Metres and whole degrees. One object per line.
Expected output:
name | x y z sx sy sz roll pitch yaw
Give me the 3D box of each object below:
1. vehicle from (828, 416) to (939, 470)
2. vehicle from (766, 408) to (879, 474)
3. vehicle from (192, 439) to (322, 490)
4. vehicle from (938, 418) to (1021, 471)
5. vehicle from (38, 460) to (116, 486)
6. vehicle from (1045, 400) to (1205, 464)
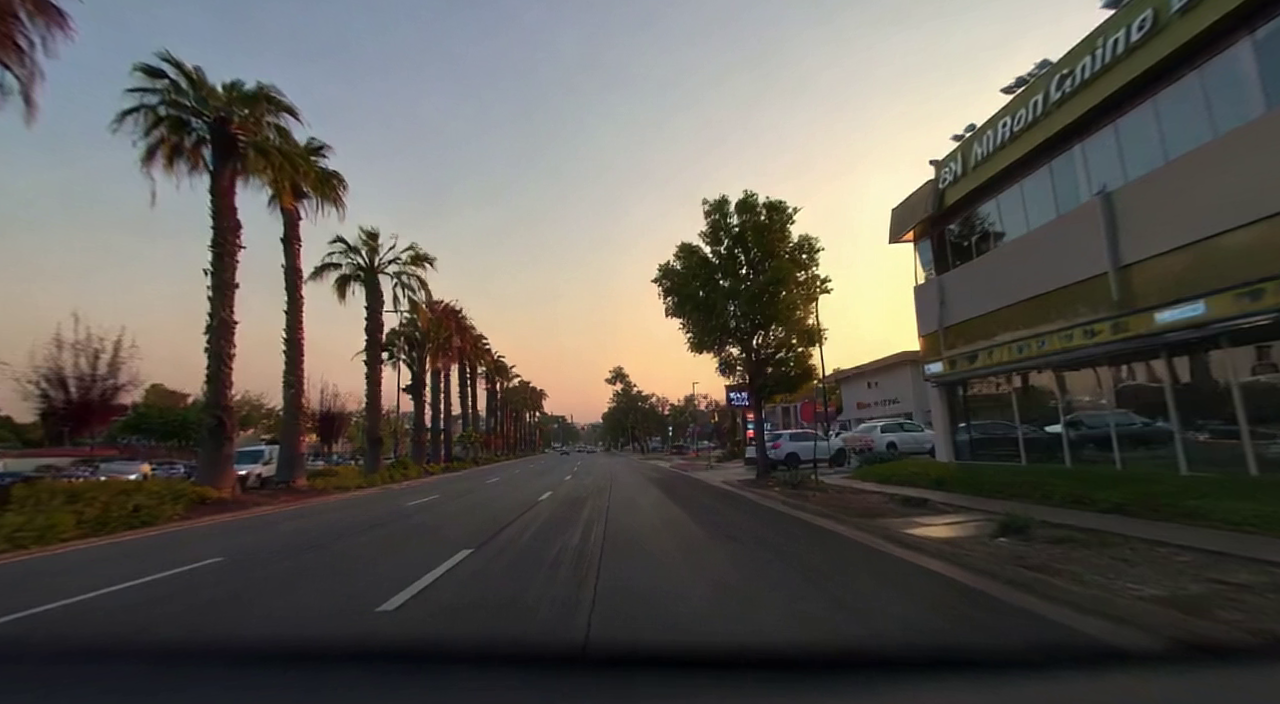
vehicle | 11.195 4.159 28.816 2.514 2.172 5.798 -9 -12 43
vehicle | 8.984 4.350 30.730 5.942 2.851 2.531 8 -12 -44
vehicle | -16.982 5.012 28.525 2.379 2.034 5.893 0 -9 -3
vehicle | 15.432 4.168 29.149 2.525 2.043 6.684 -7 -8 22
vehicle | -39.065 8.384 43.899 3.759 1.475 1.863 -3 -7 3
vehicle | 21.826 3.731 28.890 2.434 2.604 5.700 0 -9 -4
